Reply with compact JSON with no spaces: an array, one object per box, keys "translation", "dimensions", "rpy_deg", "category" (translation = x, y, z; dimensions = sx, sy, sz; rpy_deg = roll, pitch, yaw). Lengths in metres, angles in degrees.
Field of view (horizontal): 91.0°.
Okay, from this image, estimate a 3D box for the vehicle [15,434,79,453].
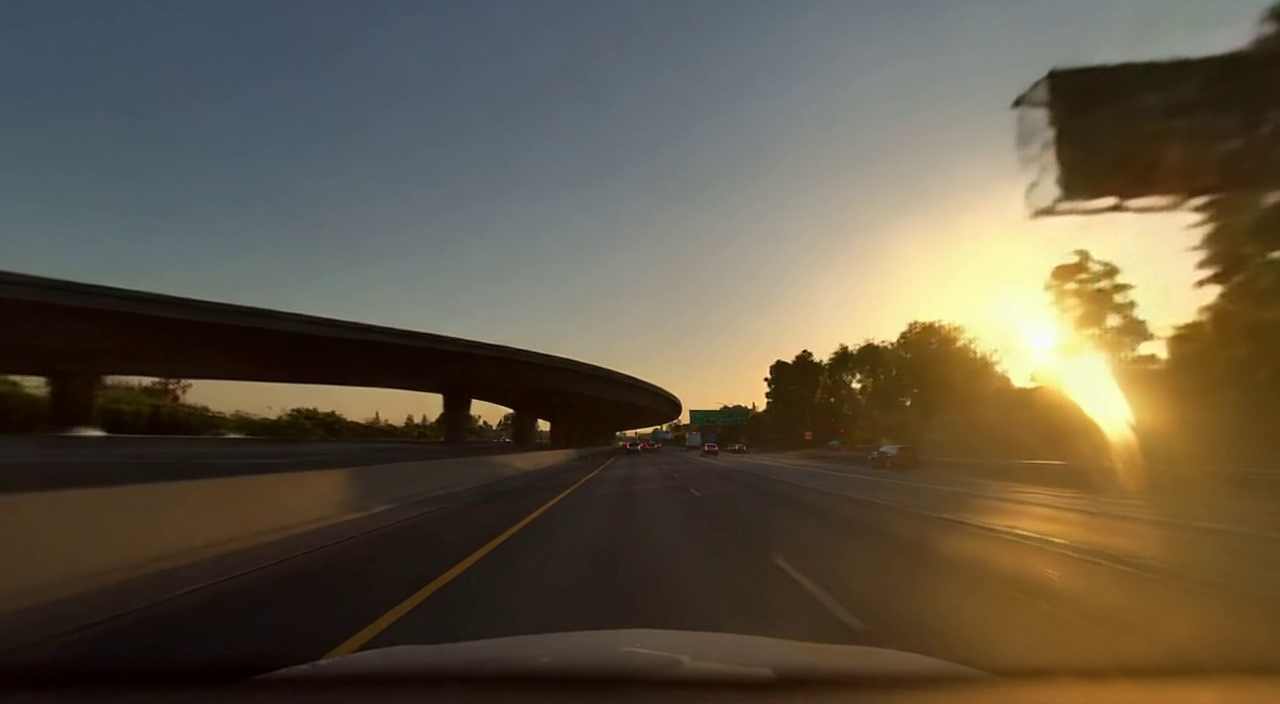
[{"translation":[-45.210,6.992,48.037],"dimensions":[1.529,1.402,3.437],"rpy_deg":[0,-8,0],"category":"vehicle"}]
